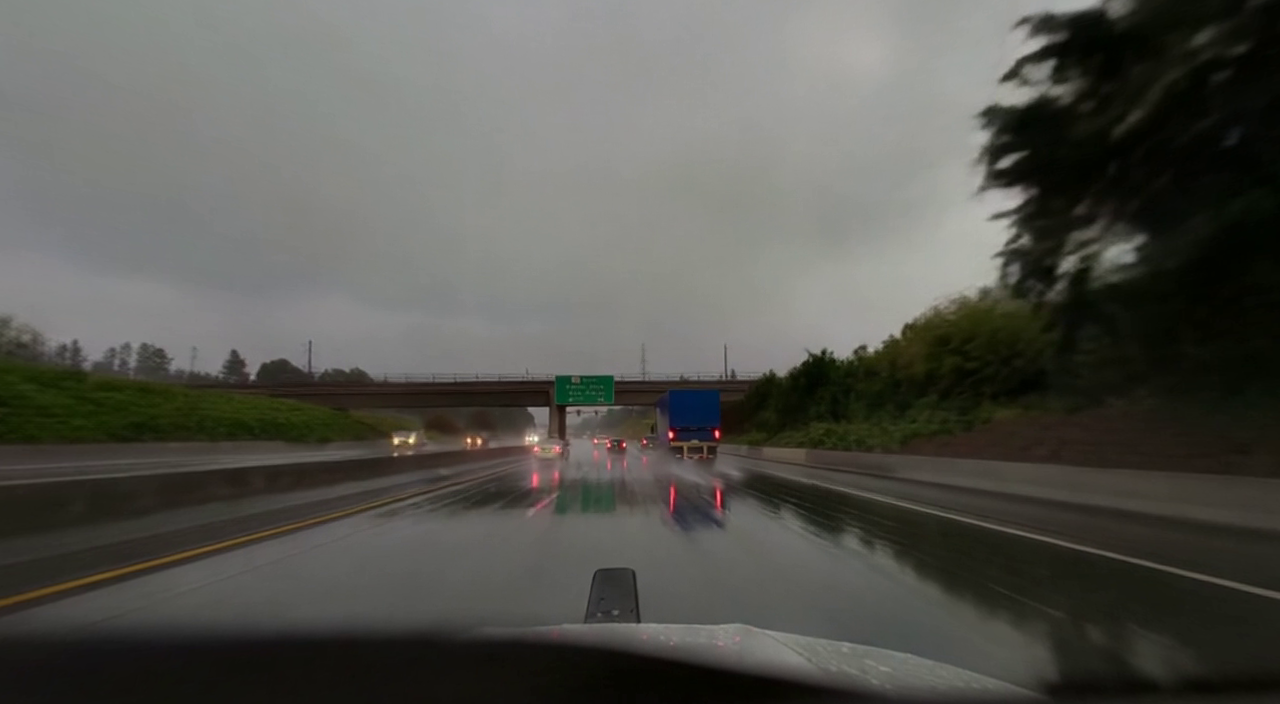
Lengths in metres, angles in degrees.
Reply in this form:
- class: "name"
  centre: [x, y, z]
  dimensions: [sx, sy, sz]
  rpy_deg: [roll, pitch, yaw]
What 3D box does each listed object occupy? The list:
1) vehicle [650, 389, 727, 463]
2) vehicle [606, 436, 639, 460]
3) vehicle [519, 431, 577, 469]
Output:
- class: "vehicle"
  centre: [2.797, 5.060, 41.466]
  dimensions: [3.301, 4.034, 13.722]
  rpy_deg: [0, -8, -3]
- class: "vehicle"
  centre: [-1.232, 6.598, 43.360]
  dimensions: [2.125, 1.542, 3.816]
  rpy_deg: [0, -8, -2]
- class: "vehicle"
  centre: [-4.502, 4.907, 31.625]
  dimensions: [2.377, 1.747, 4.703]
  rpy_deg: [0, -8, -2]
